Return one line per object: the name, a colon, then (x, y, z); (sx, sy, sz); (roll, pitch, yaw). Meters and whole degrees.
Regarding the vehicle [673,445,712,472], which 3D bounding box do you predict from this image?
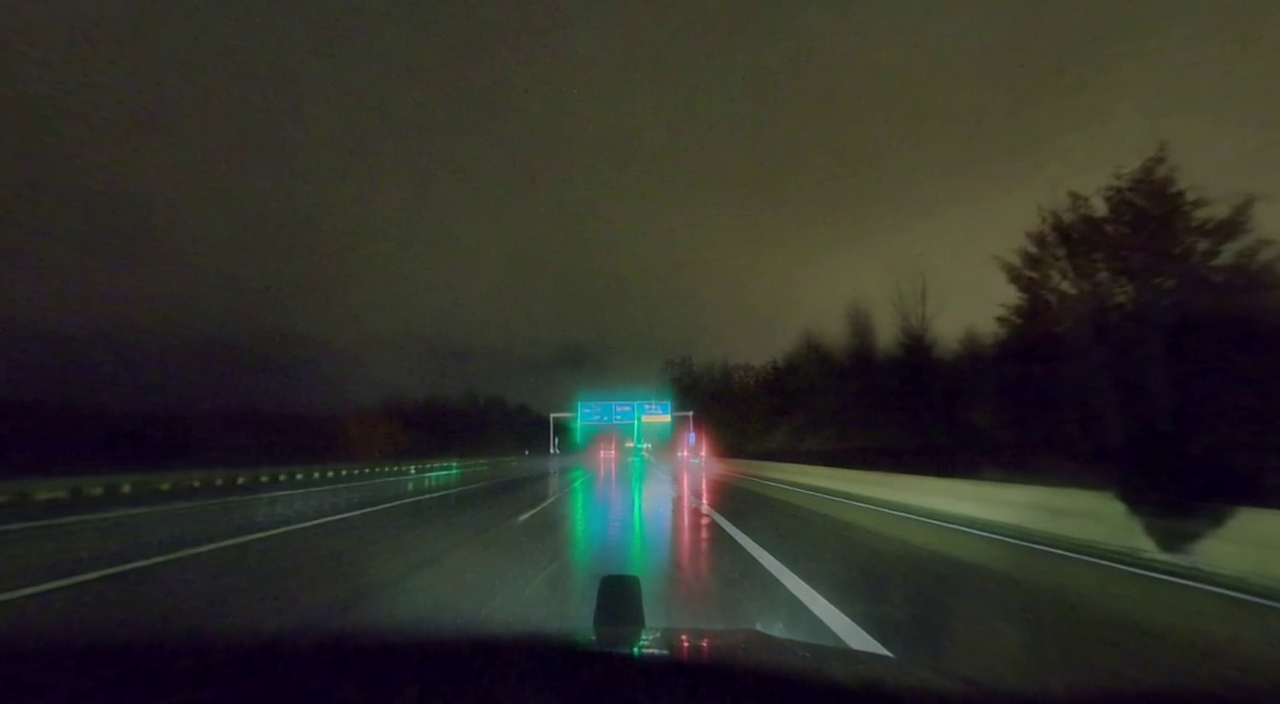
vehicle: (3.543, 7.286, 43.342); (2.133, 1.746, 4.511); (0, -9, -1)
